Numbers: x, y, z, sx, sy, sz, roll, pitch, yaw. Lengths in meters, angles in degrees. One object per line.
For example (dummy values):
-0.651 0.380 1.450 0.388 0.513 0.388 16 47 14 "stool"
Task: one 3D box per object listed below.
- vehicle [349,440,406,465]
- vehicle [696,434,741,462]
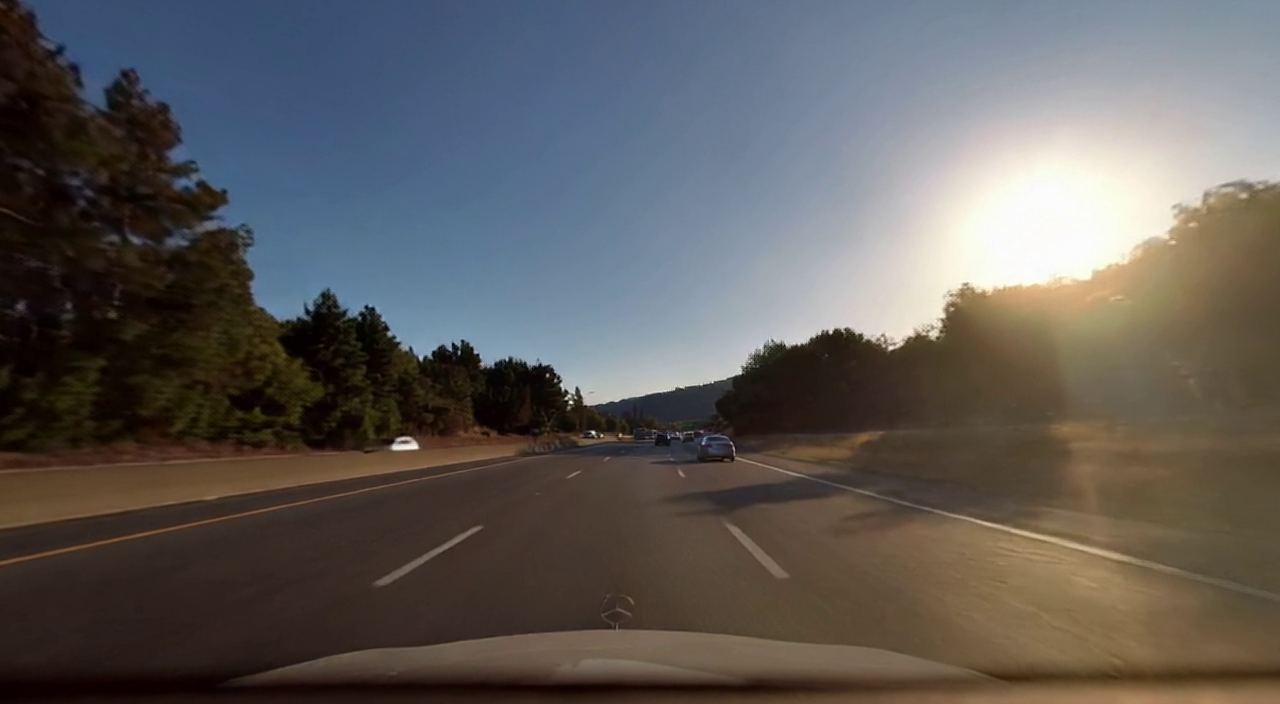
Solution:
-16.378 6.252 39.368 1.815 1.421 3.766 0 -8 2 "vehicle"
4.322 5.340 35.248 1.982 1.452 4.294 0 -8 0 "vehicle"
